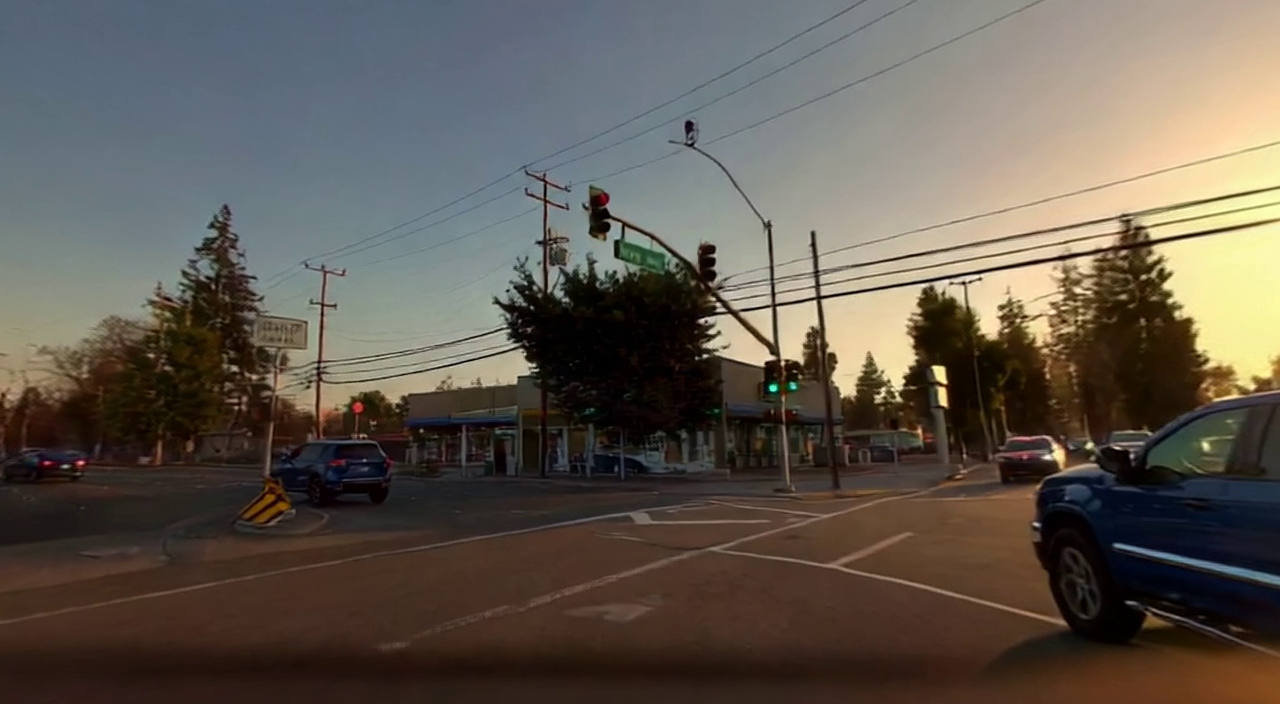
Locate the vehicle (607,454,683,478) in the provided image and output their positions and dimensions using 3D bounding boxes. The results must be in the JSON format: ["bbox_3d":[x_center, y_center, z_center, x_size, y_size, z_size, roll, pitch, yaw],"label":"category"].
[{"bbox_3d":[0.324,7.084,39.356,4.495,1.399,1.715,4,-9,-25],"label":"vehicle"}]

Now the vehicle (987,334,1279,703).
[{"bbox_3d":[4.002,0.759,2.427,2.036,1.818,5.192,0,-9,-4],"label":"vehicle"}]

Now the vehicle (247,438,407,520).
[{"bbox_3d":[-8.499,3.272,16.912,4.889,1.842,2.141,-8,-12,43],"label":"vehicle"}]

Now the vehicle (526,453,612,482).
[{"bbox_3d":[-4.054,6.618,36.468,4.661,1.480,1.913,7,-11,-41],"label":"vehicle"}]

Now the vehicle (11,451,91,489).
[{"bbox_3d":[-29.759,5.897,31.782,4.498,1.725,1.921,-6,-11,35],"label":"vehicle"}]
